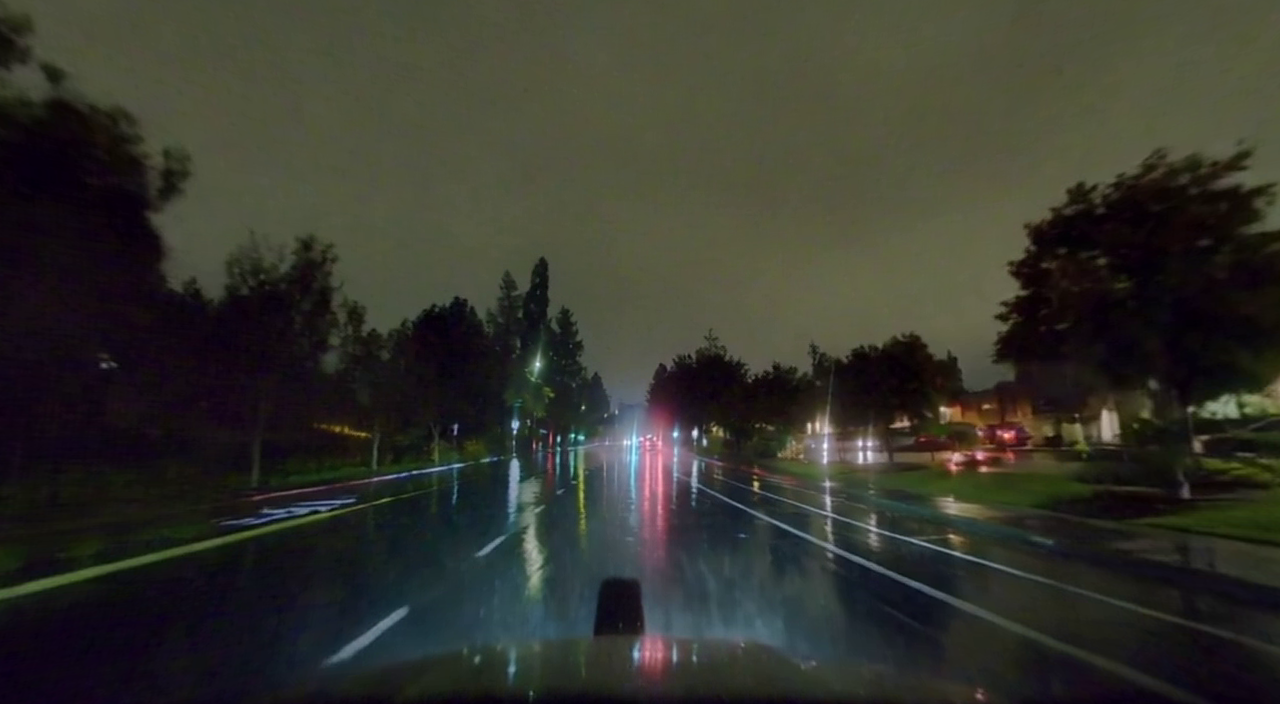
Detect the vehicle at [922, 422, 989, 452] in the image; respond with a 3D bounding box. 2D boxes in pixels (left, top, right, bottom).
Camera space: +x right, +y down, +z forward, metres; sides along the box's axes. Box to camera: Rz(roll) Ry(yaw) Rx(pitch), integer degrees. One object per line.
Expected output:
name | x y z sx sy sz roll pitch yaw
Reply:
vehicle | 19.642 5.378 39.565 1.924 1.703 4.254 -2 -9 0
